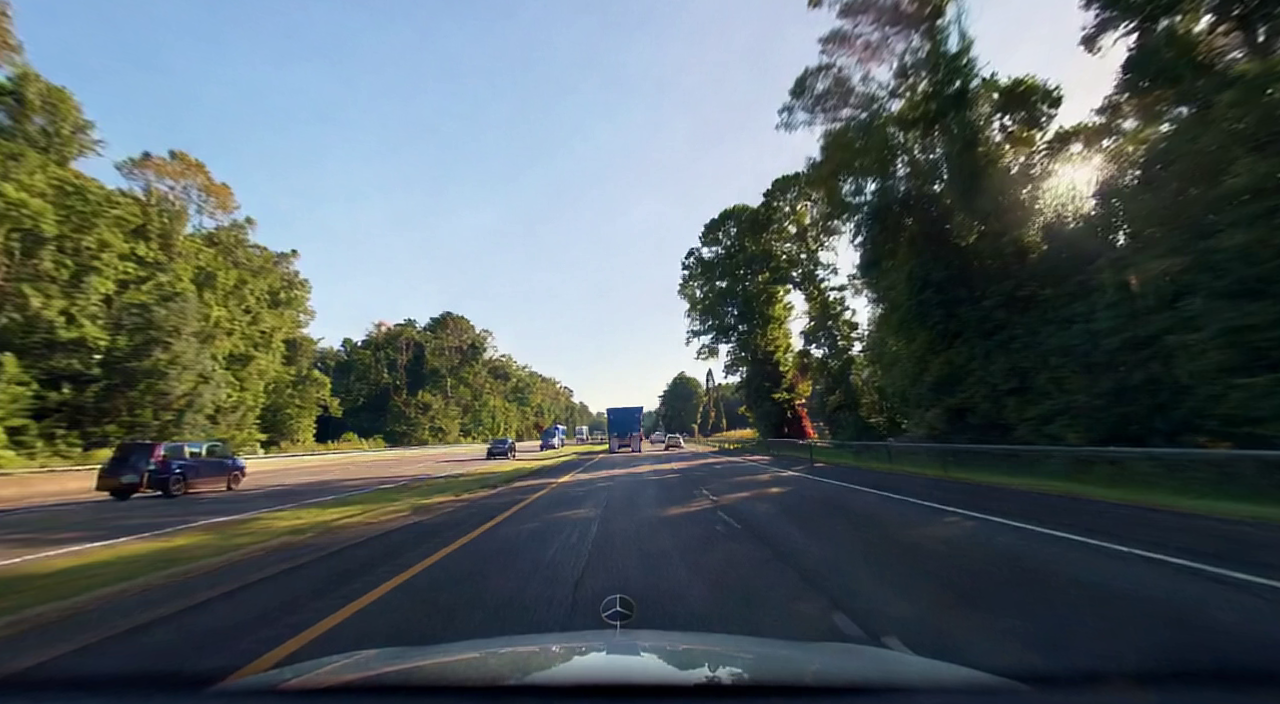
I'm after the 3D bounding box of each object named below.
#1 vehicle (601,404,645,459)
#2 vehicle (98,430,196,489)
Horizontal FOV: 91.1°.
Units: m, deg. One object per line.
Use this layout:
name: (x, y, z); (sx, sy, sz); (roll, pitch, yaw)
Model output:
vehicle: (-1.117, 4.932, 39.004); (2.450, 3.098, 6.965); (0, -8, -3)
vehicle: (-37.272, 8.065, 47.823); (2.907, 3.948, 6.367); (-2, -8, -8)
